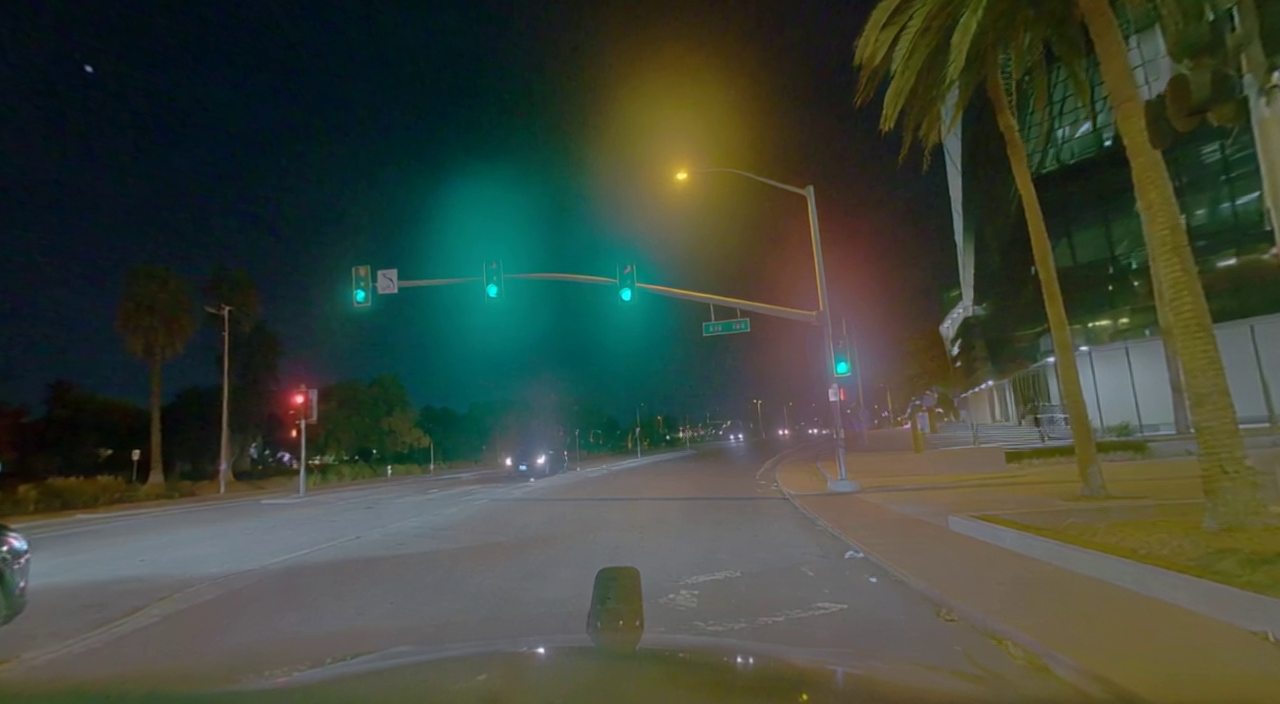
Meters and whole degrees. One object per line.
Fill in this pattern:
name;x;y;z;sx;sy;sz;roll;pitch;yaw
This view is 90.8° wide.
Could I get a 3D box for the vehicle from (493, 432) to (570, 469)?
vehicle;-5.649;5.236;33.629;2.181;1.792;4.648;-3;-9;16
